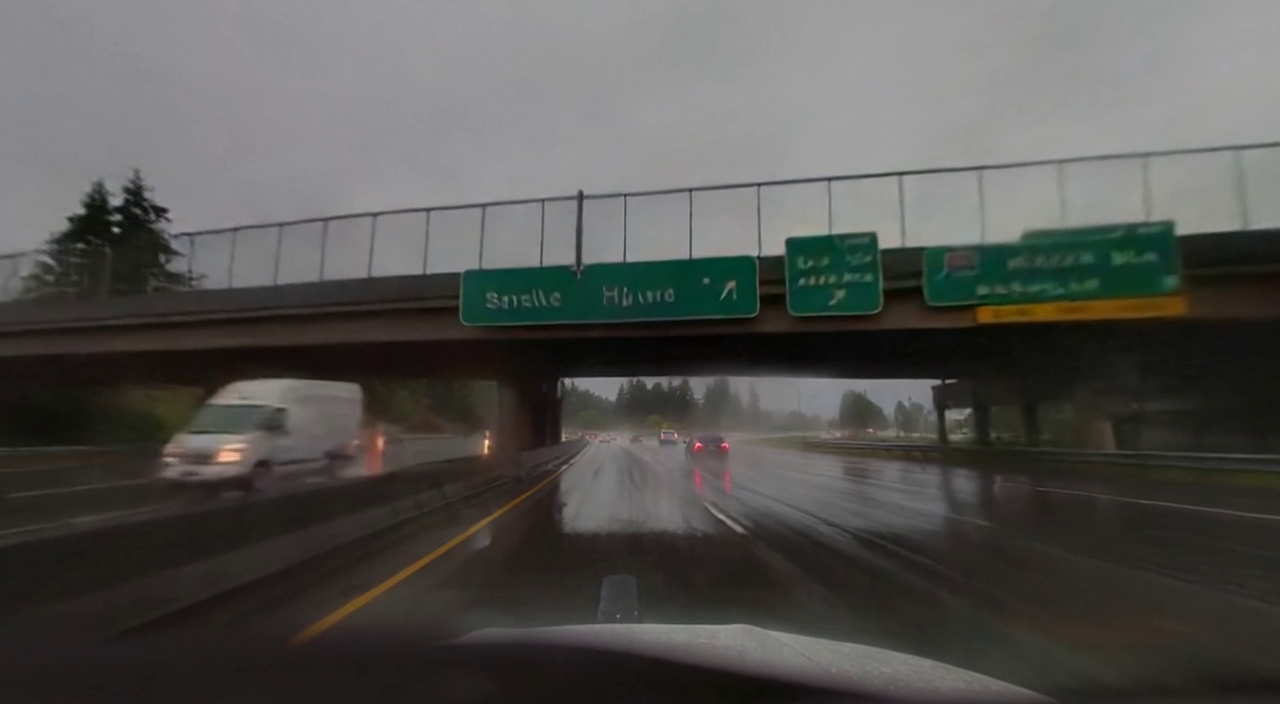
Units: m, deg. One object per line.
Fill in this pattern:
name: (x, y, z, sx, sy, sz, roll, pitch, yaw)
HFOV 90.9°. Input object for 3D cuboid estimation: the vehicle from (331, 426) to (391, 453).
vehicle: (-18.020, 5.665, 40.974, 2.132, 1.676, 4.466, 0, -8, -4)

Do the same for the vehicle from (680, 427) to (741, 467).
vehicle: (2.937, 4.037, 27.075, 1.938, 1.578, 3.764, 0, -8, -3)

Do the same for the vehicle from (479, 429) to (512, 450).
vehicle: (-10.819, 6.563, 47.324, 1.729, 1.450, 3.703, 0, -8, -3)

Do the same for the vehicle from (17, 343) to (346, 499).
vehicle: (-9.365, 1.611, 14.204, 2.262, 2.615, 7.071, 0, -8, -2)
